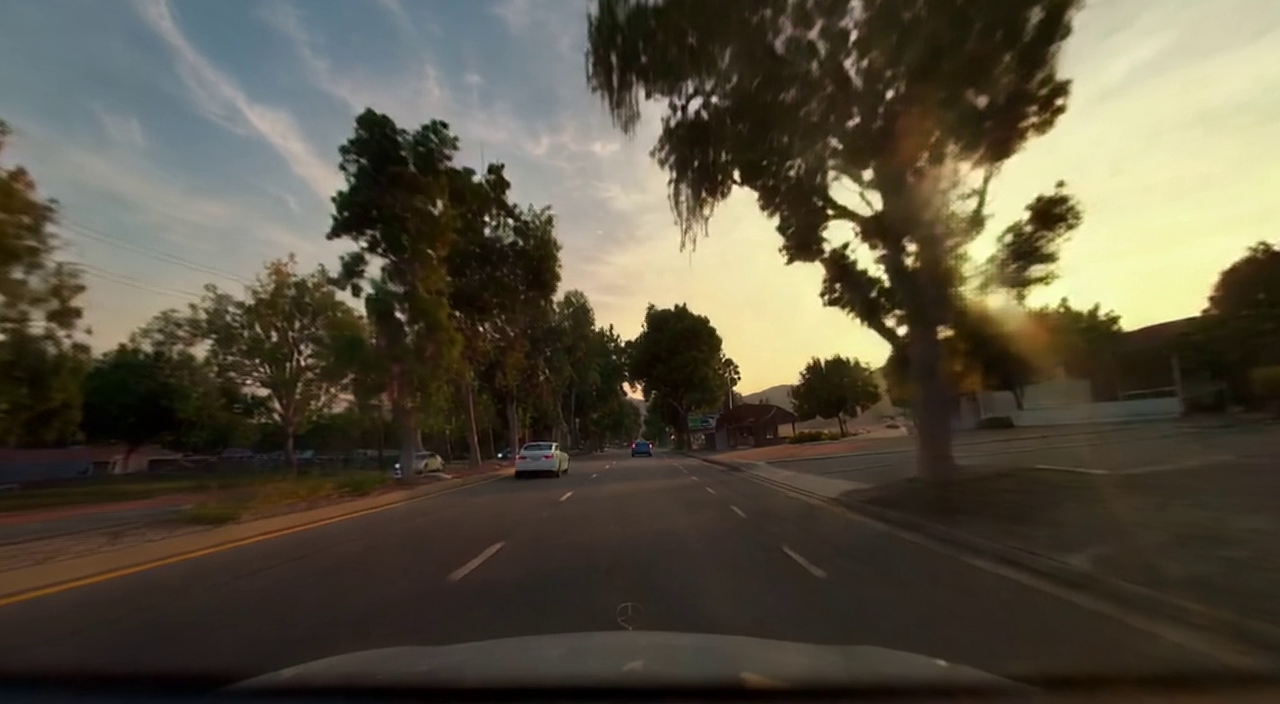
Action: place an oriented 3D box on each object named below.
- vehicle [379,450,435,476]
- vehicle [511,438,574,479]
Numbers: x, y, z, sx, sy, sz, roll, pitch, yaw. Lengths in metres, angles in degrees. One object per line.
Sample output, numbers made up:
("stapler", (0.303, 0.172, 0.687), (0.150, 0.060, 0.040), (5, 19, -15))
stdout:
("vehicle", (-15.042, 7.176, 41.016), (1.752, 1.590, 4.745), (0, -8, 1))
("vehicle", (-4.128, 4.599, 27.434), (1.914, 1.630, 4.351), (0, -8, 2))
